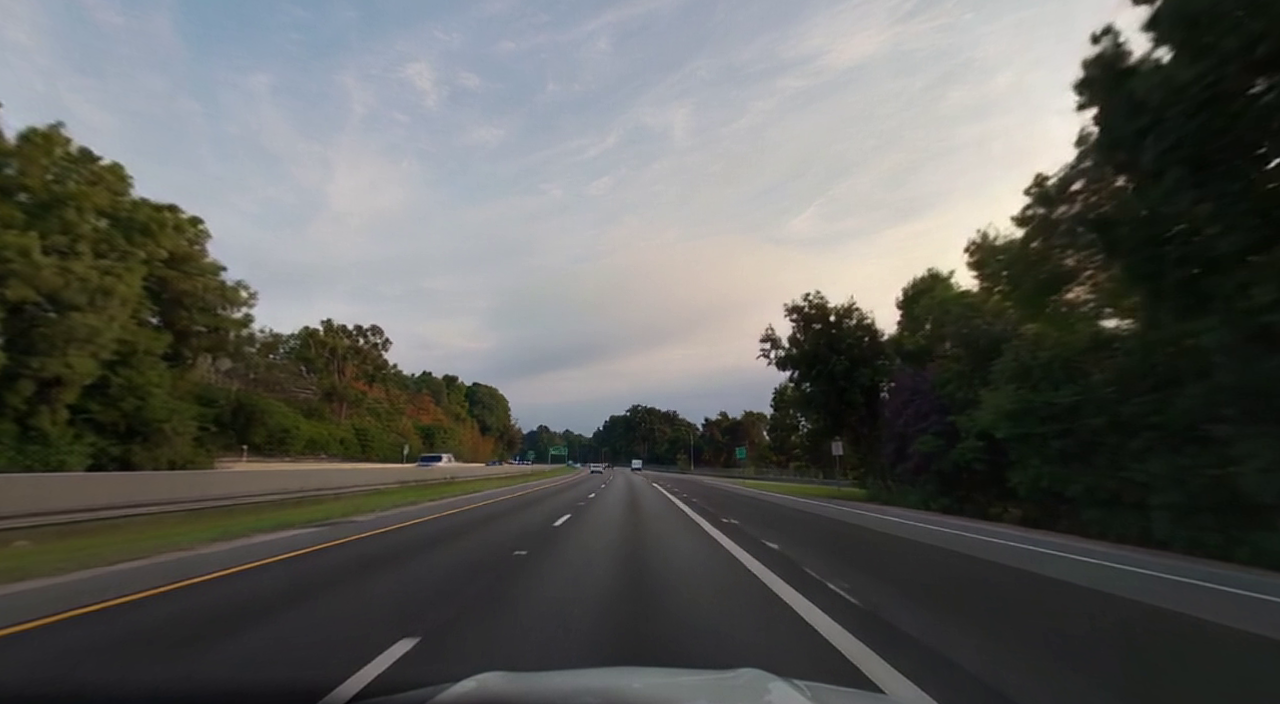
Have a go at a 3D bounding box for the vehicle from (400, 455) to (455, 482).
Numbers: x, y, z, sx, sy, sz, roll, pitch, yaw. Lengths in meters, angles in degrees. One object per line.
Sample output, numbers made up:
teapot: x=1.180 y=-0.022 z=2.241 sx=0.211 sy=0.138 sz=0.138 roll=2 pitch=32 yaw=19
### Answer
vehicle: x=-12.844 y=7.089 z=38.383 sx=1.869 sy=1.509 sz=4.350 roll=1 pitch=-10 yaw=-1
